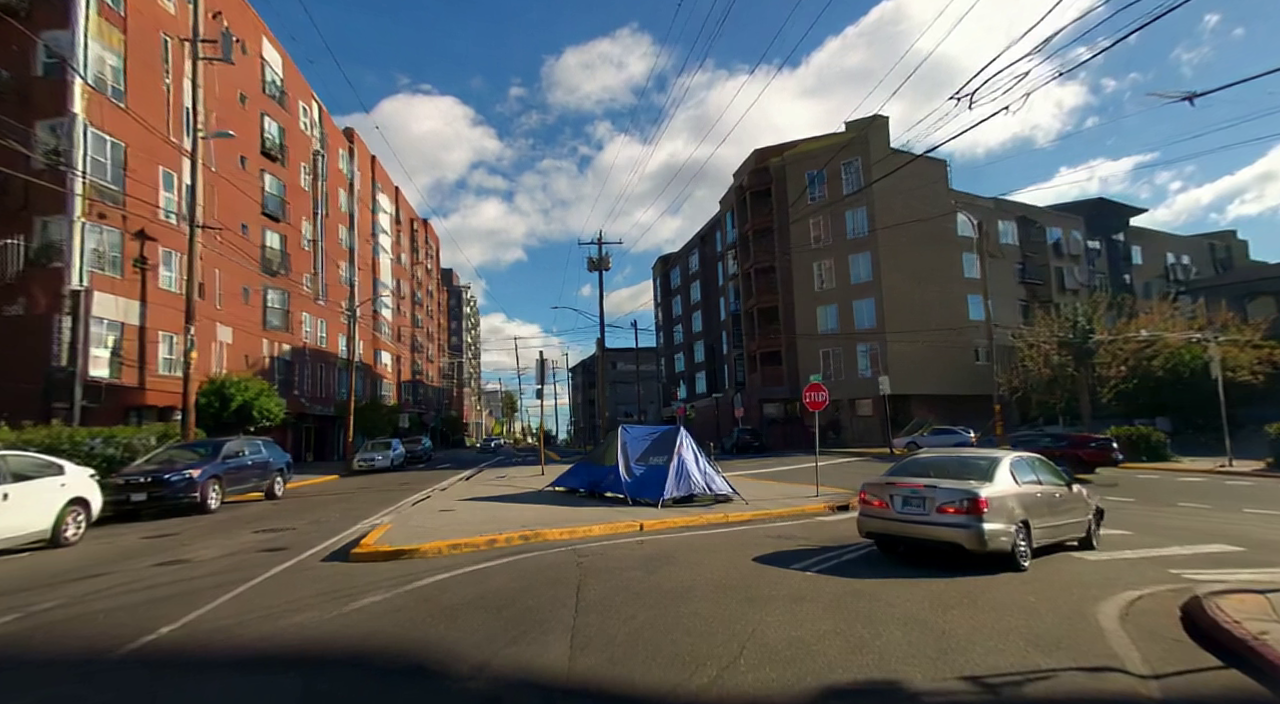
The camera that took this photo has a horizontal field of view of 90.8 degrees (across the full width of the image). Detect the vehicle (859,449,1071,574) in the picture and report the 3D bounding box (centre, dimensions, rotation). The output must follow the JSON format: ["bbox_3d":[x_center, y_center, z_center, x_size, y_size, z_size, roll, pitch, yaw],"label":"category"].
[{"bbox_3d":[5.709,2.530,10.883,1.945,1.647,4.160,-9,-12,44],"label":"vehicle"}]

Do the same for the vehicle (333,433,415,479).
[{"bbox_3d":[-11.656,4.573,28.118,2.054,1.800,5.212,1,-8,-8],"label":"vehicle"}]

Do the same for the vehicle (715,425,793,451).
[{"bbox_3d":[6.946,5.363,39.090,2.089,1.506,4.641,5,-10,-33],"label":"vehicle"}]

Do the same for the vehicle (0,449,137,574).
[{"bbox_3d":[-8.713,1.989,7.898,1.763,1.498,4.483,1,-9,-10],"label":"vehicle"}]

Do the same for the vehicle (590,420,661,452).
[{"bbox_3d":[-1.060,5.598,41.850,2.152,1.970,5.506,5,-10,-32],"label":"vehicle"}]

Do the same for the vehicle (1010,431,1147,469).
[{"bbox_3d":[18.904,4.251,27.434,1.790,1.468,4.422,6,-11,-38],"label":"vehicle"}]

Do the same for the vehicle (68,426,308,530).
[{"bbox_3d":[-9.430,2.629,13.925,1.934,1.798,5.317,1,-8,-8],"label":"vehicle"}]
